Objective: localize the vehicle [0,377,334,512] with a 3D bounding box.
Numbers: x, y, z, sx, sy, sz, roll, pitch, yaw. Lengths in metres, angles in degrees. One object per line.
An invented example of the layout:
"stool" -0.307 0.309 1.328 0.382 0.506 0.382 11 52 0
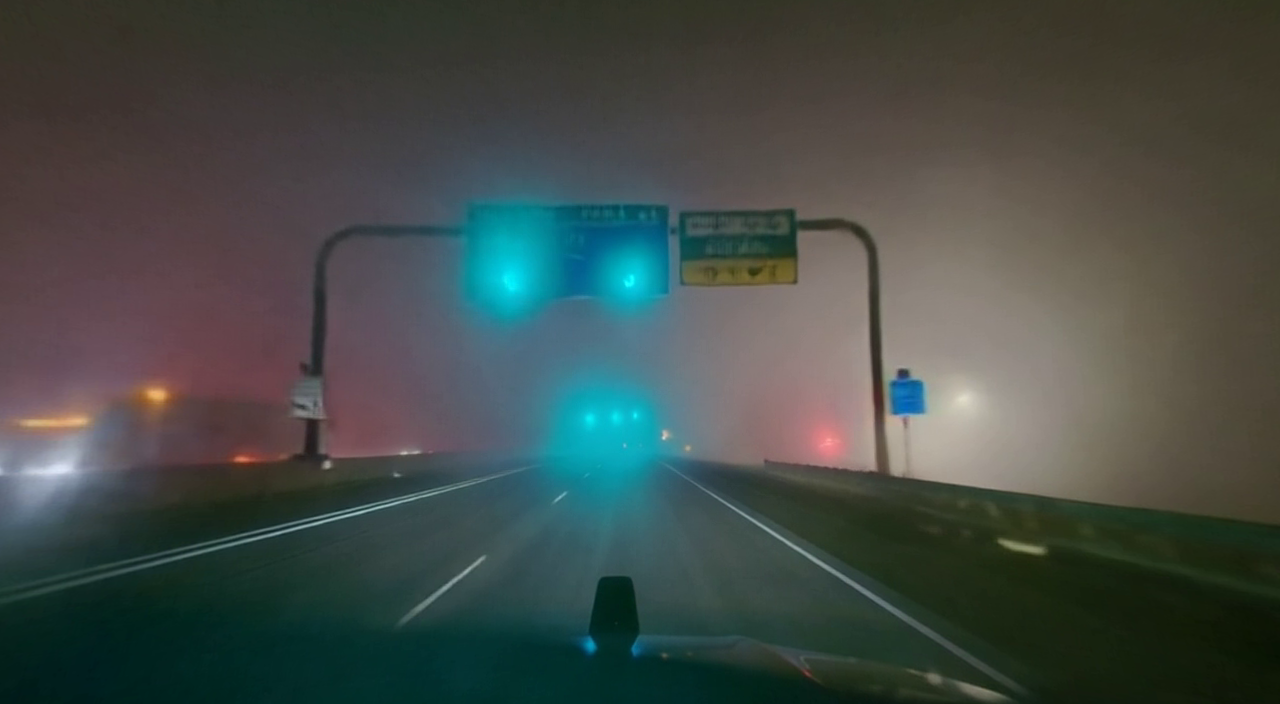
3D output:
"vehicle" -17.290 3.649 25.159 3.238 3.929 13.277 -1 -8 1
